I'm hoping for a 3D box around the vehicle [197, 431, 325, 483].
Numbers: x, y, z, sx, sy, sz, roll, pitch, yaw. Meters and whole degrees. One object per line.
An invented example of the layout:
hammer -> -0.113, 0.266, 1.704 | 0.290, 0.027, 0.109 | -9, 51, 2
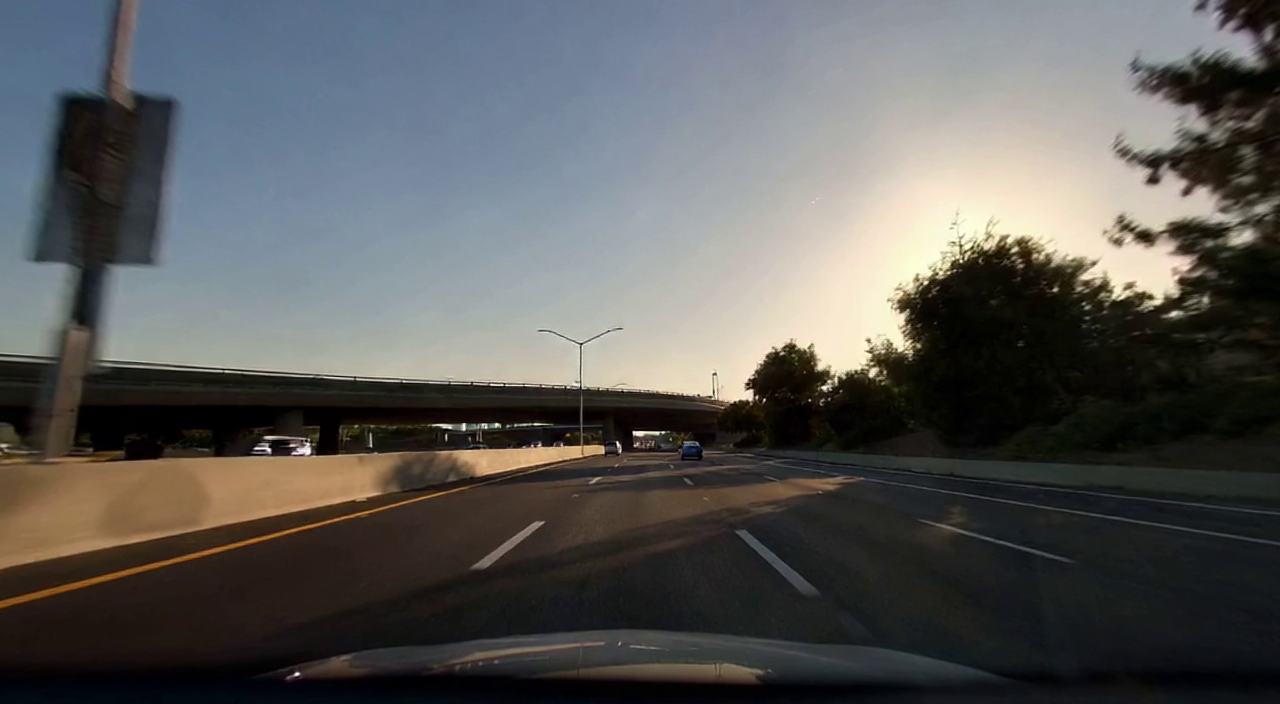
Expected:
vehicle -> -11.075, 3.071, 18.714 | 1.633, 1.387, 3.381 | 0, -8, 0
